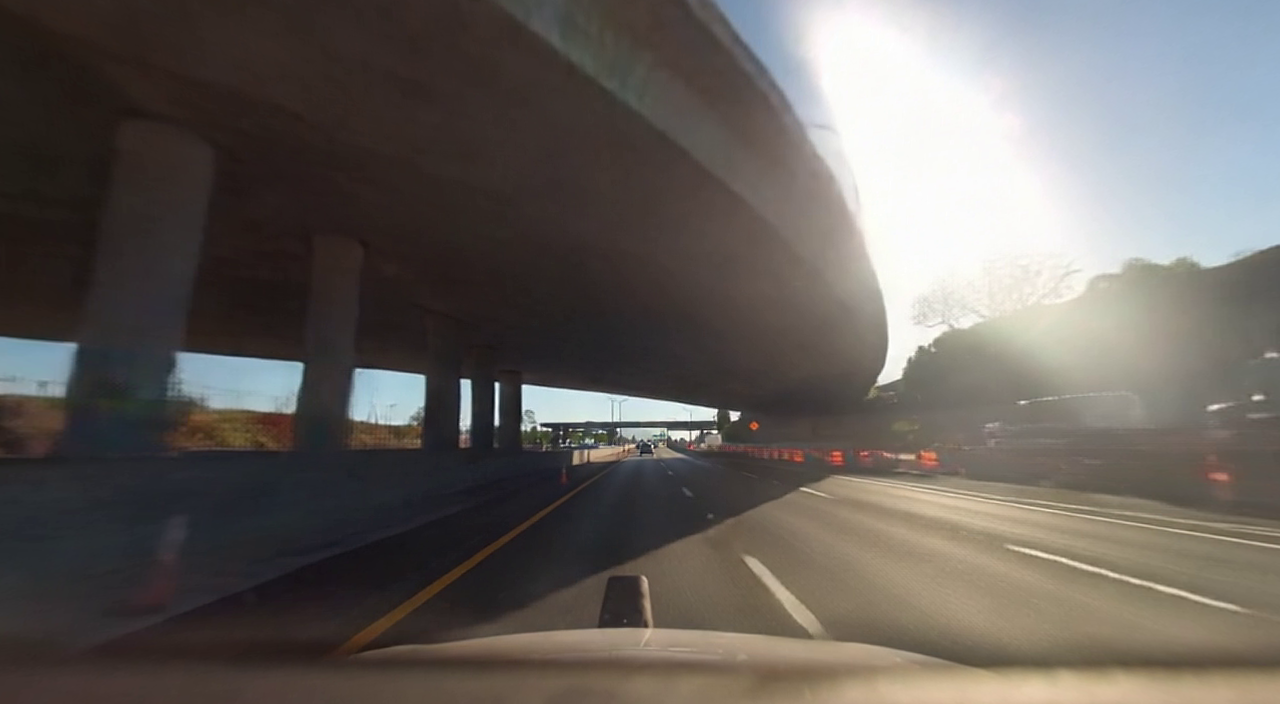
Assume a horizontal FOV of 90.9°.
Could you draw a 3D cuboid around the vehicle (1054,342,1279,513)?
[{"bbox_3d":[13.142,1.642,13.731,2.905,3.106,7.417,-3,-8,-1],"label":"vehicle"}]
